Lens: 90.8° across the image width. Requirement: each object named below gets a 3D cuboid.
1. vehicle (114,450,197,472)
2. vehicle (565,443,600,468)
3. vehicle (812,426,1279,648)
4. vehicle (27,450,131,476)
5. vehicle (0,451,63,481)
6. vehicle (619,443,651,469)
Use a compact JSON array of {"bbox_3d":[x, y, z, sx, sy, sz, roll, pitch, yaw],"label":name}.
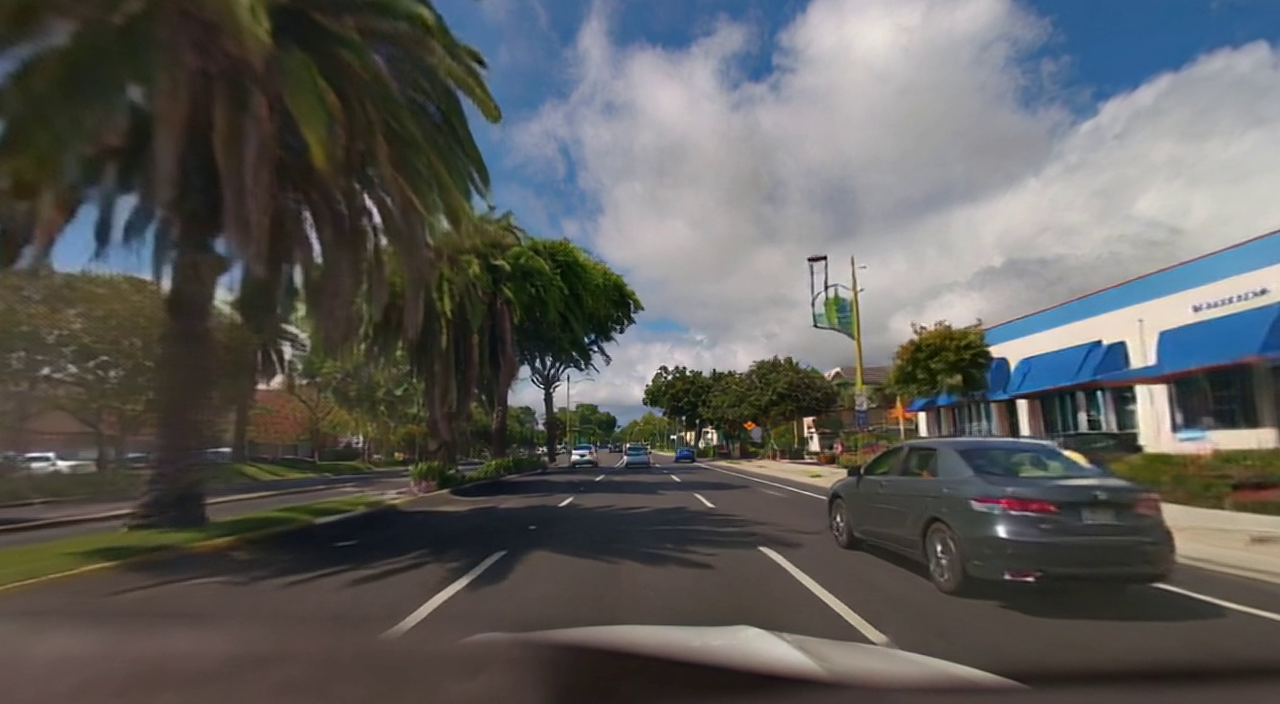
[{"bbox_3d":[-35.679,8.030,46.619,4.294,1.515,2.111,1,-9,-4],"label":"vehicle"},{"bbox_3d":[-4.082,7.460,45.710,2.071,1.744,4.500,0,-9,0],"label":"vehicle"},{"bbox_3d":[3.567,1.618,6.713,2.090,1.503,4.566,0,-9,-1],"label":"vehicle"},{"bbox_3d":[-35.098,6.966,39.641,4.515,1.552,2.036,0,-9,-1],"label":"vehicle"},{"bbox_3d":[-34.709,6.200,34.533,4.277,1.537,1.942,0,-9,-3],"label":"vehicle"},{"bbox_3d":[-0.395,7.130,43.426,2.102,1.653,3.698,0,-9,-1],"label":"vehicle"}]
